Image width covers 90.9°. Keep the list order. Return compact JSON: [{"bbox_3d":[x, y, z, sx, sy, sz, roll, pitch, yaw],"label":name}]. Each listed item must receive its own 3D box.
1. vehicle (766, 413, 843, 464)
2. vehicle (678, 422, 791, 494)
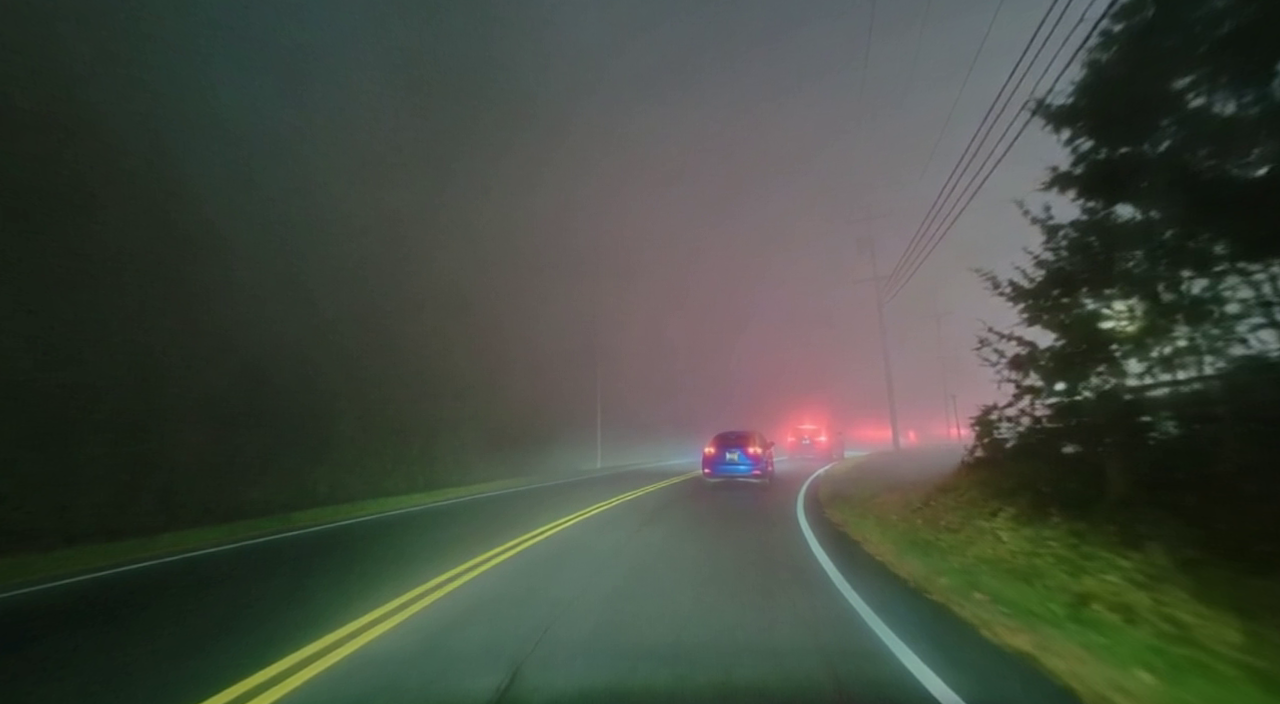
[{"bbox_3d":[7.988,4.149,30.119,2.376,2.145,5.953,-4,-9,26],"label":"vehicle"},{"bbox_3d":[2.597,2.701,16.398,2.157,1.565,4.243,-3,-9,18],"label":"vehicle"}]
